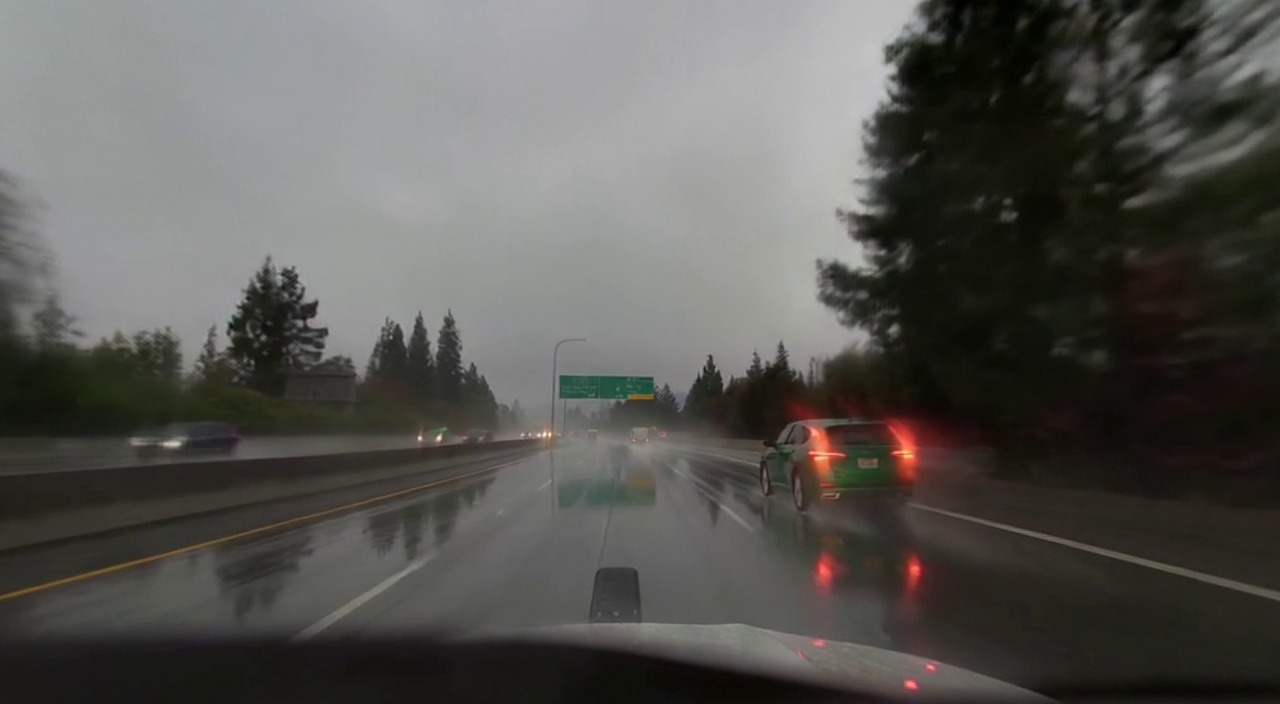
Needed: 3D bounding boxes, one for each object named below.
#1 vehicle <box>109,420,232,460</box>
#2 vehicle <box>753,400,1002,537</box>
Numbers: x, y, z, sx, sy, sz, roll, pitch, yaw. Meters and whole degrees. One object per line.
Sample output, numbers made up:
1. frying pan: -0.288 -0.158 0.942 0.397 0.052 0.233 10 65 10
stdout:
1. vehicle: -20.164 3.817 27.360 1.889 1.586 4.578 0 -8 -2
2. vehicle: 3.294 1.718 9.882 2.107 1.642 4.331 0 -8 -2
